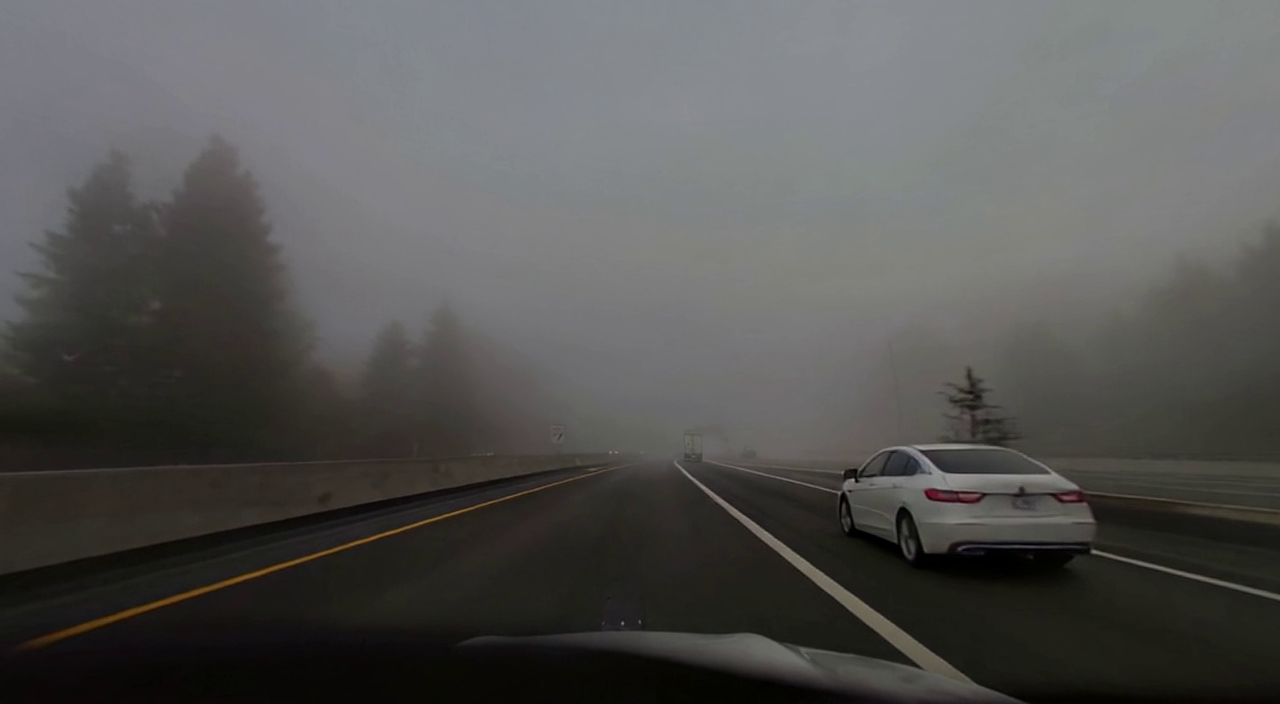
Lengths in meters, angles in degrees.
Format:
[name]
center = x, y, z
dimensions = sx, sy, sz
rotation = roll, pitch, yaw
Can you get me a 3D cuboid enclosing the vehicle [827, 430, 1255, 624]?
[vehicle]
center = 3.701, 1.665, 6.978
dimensions = 1.938, 1.456, 4.204
rotation = 0, -9, 0
